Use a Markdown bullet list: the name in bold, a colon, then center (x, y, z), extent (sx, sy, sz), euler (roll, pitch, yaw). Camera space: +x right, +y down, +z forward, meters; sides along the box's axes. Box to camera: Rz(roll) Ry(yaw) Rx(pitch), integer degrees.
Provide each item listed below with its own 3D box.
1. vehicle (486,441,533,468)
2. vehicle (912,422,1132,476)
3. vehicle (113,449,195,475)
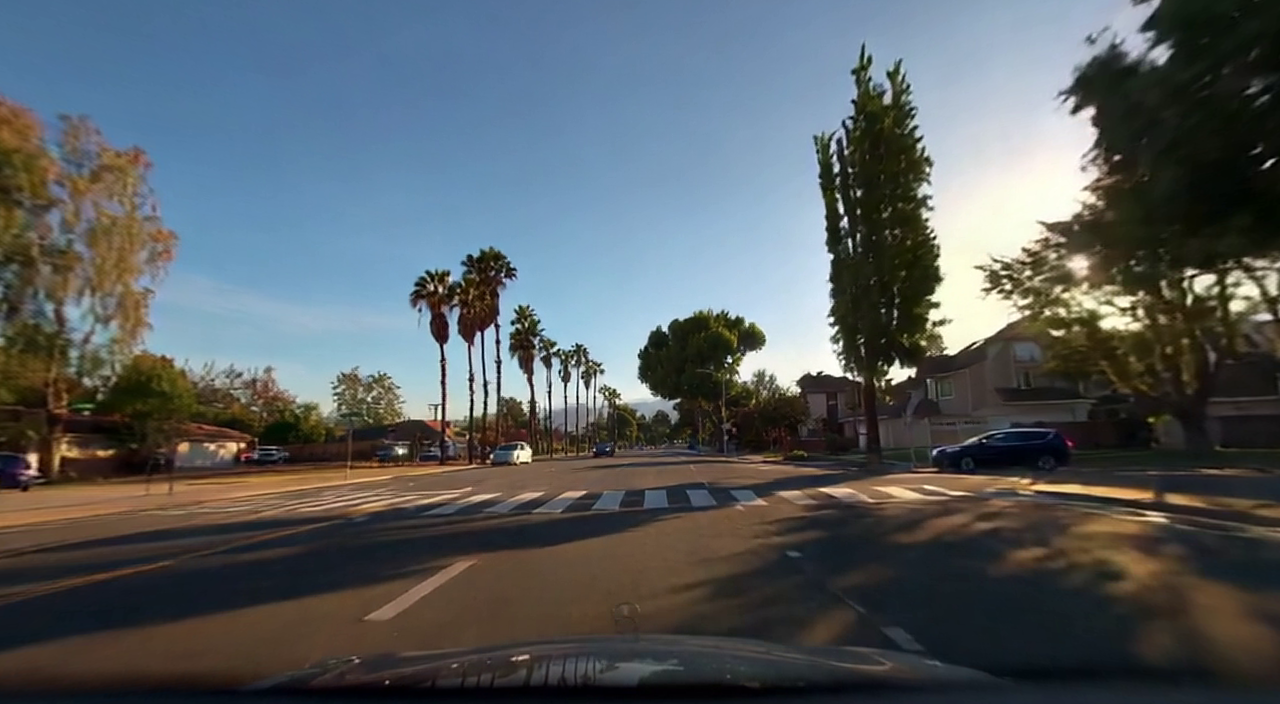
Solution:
- **vehicle**: center (-8.743, 6.884, 42.689), extent (1.976, 1.706, 4.409), euler (-1, -8, 4)
- **vehicle**: center (12.992, 3.375, 21.903), extent (5.981, 1.680, 2.327), euler (-1, -9, 4)
- **vehicle**: center (-37.797, 8.516, 49.259), extent (4.646, 1.880, 1.886), euler (3, -8, -22)
